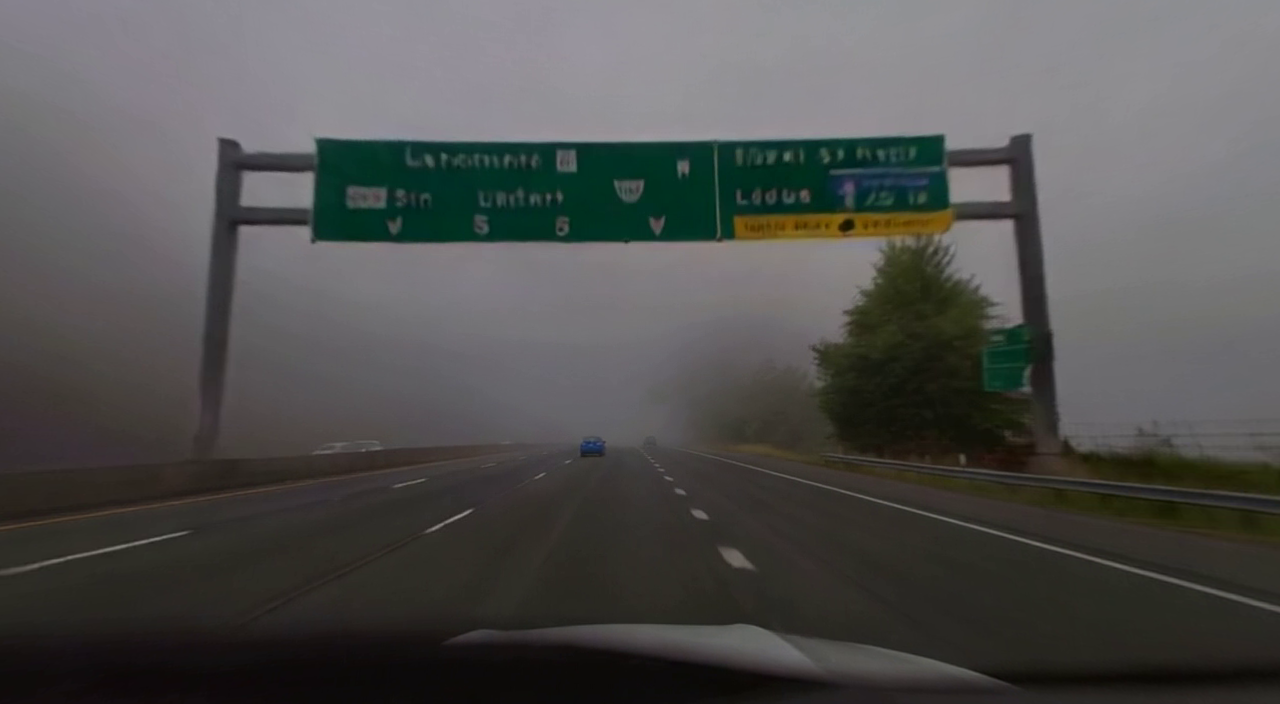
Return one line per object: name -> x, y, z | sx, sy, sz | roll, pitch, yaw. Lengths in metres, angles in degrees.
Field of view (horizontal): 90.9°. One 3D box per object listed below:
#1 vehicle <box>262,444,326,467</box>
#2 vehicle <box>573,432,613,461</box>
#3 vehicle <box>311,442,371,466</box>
vehicle -> -23.830, 7.134, 43.612 | 1.960, 1.441, 4.473 | 0, -8, -1
vehicle -> -2.516, 5.183, 34.720 | 2.000, 1.491, 3.913 | 0, -8, -2
vehicle -> -20.343, 6.927, 43.097 | 2.002, 1.484, 4.481 | 0, -8, -1
